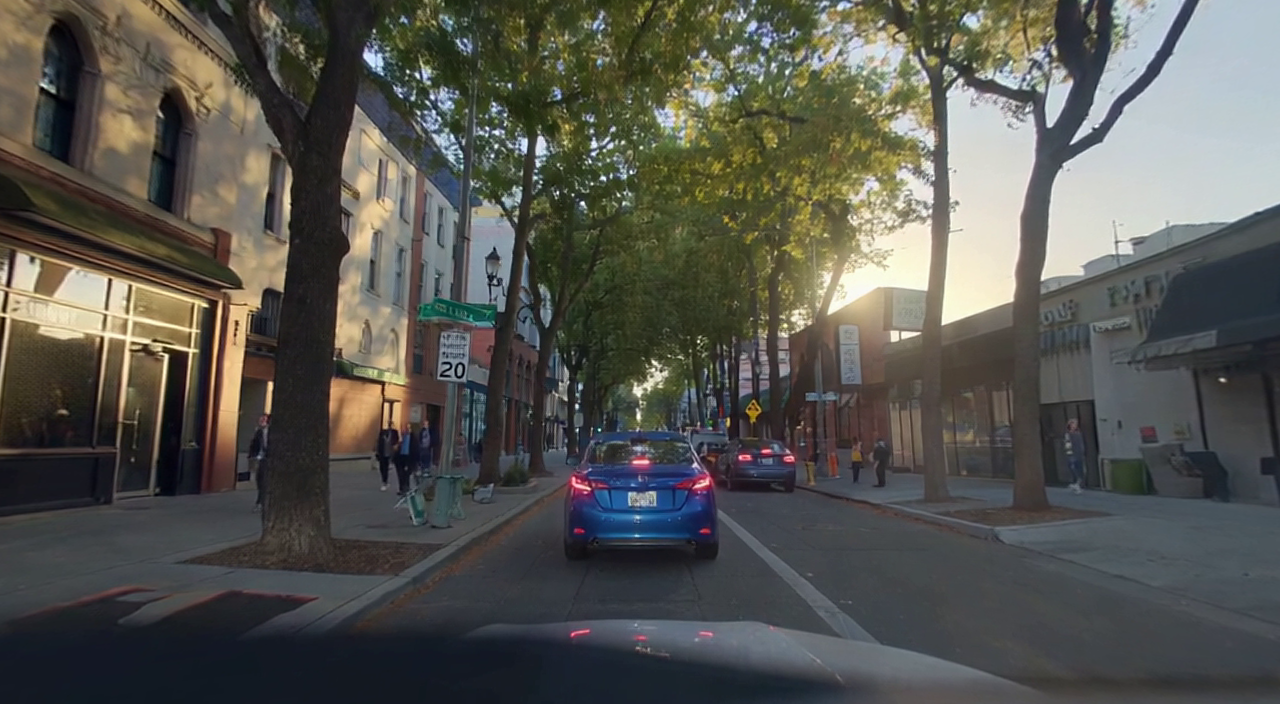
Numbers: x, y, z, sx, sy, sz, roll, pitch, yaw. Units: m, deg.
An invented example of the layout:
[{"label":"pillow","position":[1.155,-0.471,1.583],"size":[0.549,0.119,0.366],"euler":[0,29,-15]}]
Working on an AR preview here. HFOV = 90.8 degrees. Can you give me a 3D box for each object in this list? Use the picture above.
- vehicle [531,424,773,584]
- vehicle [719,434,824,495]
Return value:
[{"label":"vehicle","position":[0.086,1.732,8.045],"size":[2.261,1.474,4.130],"euler":[0,-8,-1]},{"label":"vehicle","position":[3.616,3.181,18.227],"size":[2.025,1.523,4.426],"euler":[0,-8,-1]}]
